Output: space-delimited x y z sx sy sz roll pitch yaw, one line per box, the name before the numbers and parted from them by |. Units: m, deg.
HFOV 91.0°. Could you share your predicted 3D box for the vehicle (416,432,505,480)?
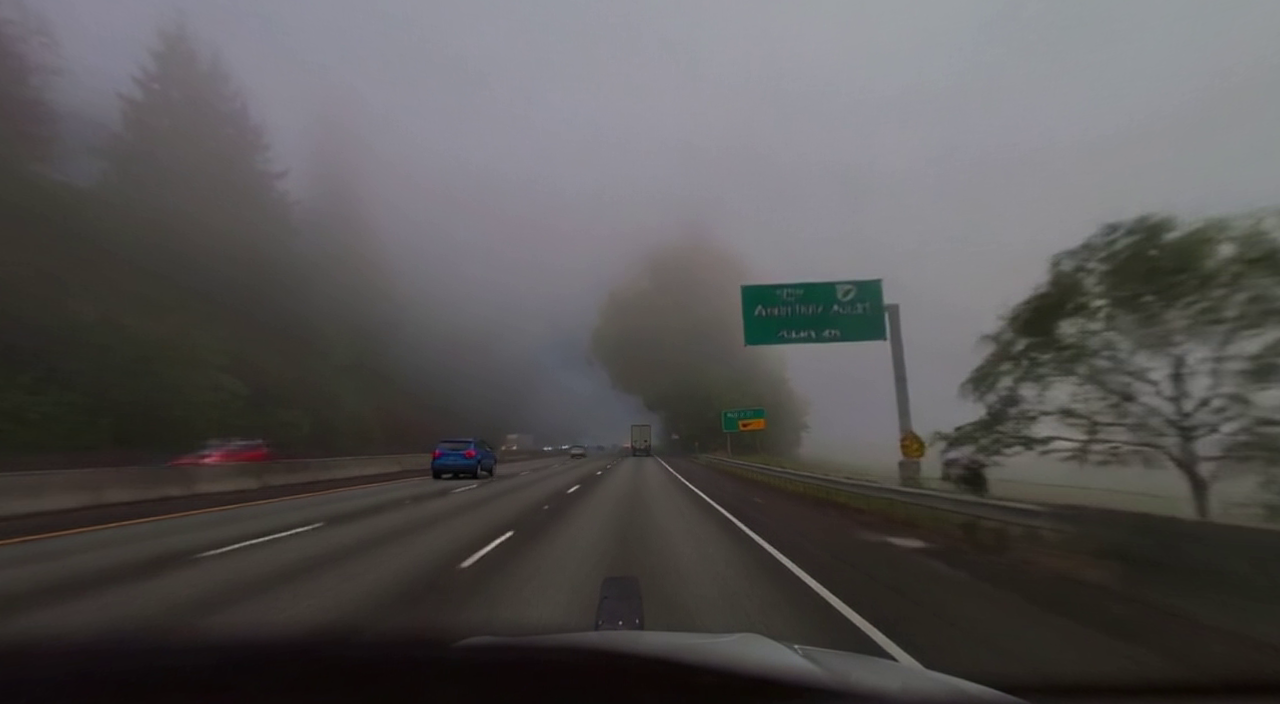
vehicle | -7.287 4.275 26.095 2.253 1.815 4.618 0 -9 1
